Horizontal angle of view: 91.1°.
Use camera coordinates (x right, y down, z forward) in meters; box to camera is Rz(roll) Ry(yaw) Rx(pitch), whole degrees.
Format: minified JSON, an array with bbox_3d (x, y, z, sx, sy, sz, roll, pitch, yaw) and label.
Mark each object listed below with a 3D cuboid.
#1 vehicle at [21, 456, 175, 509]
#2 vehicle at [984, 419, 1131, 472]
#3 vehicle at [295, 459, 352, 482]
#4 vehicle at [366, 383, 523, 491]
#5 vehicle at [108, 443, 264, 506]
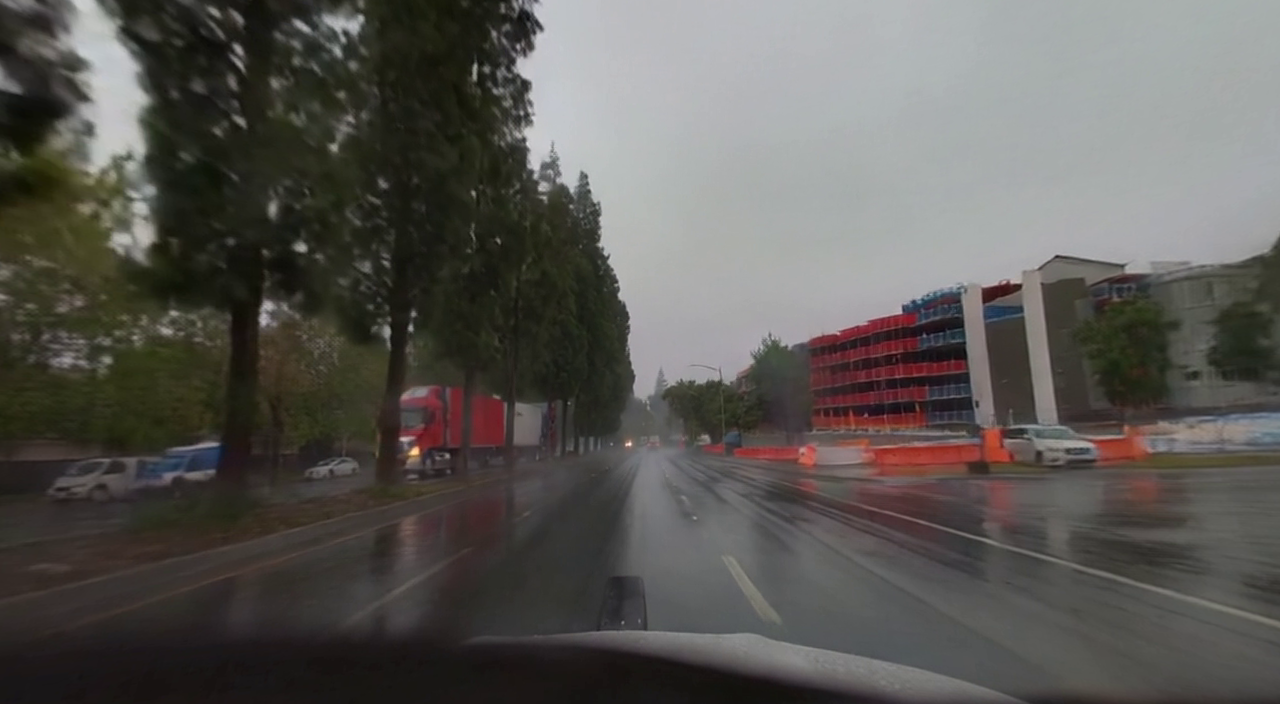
[{"bbox_3d":[-21.542,5.175,25.299,2.168,1.800,4.603,0,-8,-2],"label":"vehicle"},{"bbox_3d":[16.453,3.741,25.240,2.021,1.835,5.654,1,-8,0],"label":"vehicle"},{"bbox_3d":[-21.691,8.101,43.195,1.750,1.390,4.098,0,-8,-1],"label":"vehicle"},{"bbox_3d":[-7.356,3.511,25.613,3.032,3.524,9.640,0,-8,2],"label":"vehicle"},{"bbox_3d":[-18.205,4.853,25.658,2.154,1.987,5.836,-5,-7,0],"label":"vehicle"}]
